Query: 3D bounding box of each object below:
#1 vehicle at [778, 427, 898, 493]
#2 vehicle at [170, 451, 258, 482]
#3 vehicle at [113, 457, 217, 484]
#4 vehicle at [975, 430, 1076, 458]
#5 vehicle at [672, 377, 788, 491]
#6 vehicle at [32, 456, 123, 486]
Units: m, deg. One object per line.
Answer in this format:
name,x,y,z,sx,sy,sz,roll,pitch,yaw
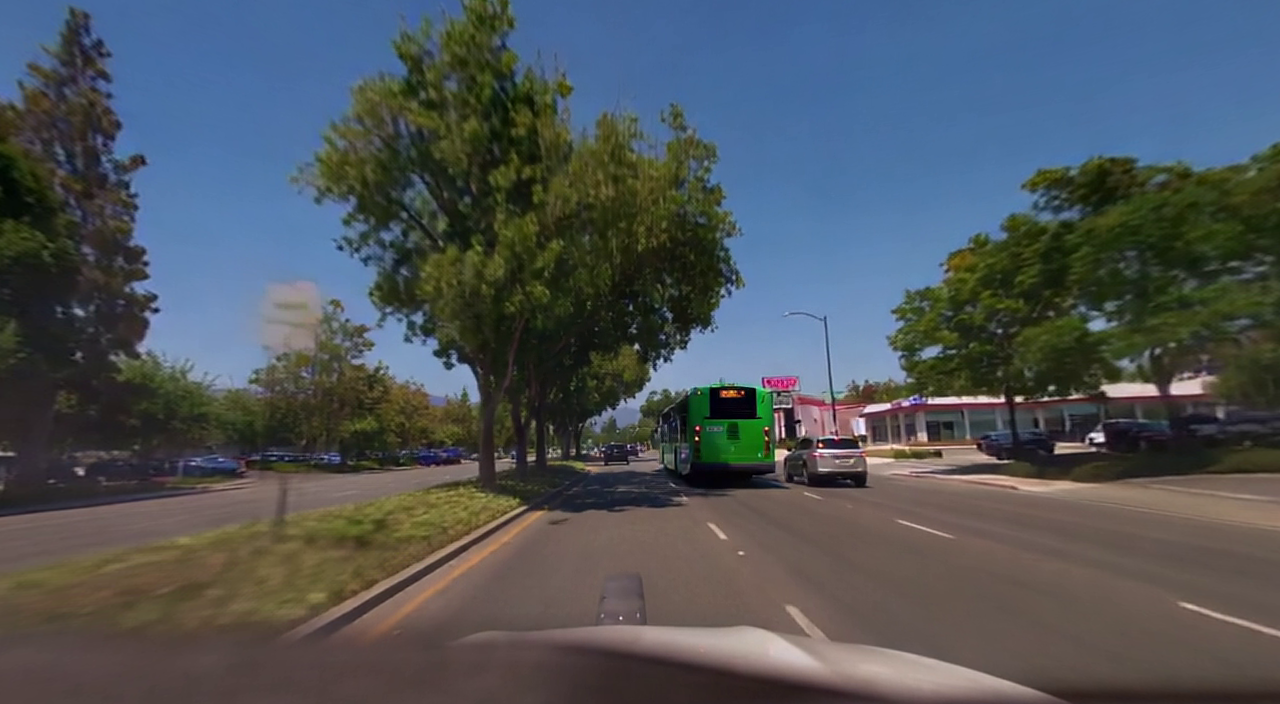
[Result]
vehicle,5.950,3.311,19.646,2.129,1.754,4.668,0,-8,-1
vehicle,-28.326,7.594,42.062,2.181,1.901,5.196,0,-8,1
vehicle,-30.980,7.734,41.382,2.314,1.487,5.898,0,-9,-1
vehicle,21.750,5.203,35.605,4.589,1.480,1.979,1,-9,-10
vehicle,2.850,3.058,22.969,2.766,3.306,9.281,0,-8,0
vehicle,-36.809,7.765,41.347,1.941,1.761,4.272,-1,-8,1
